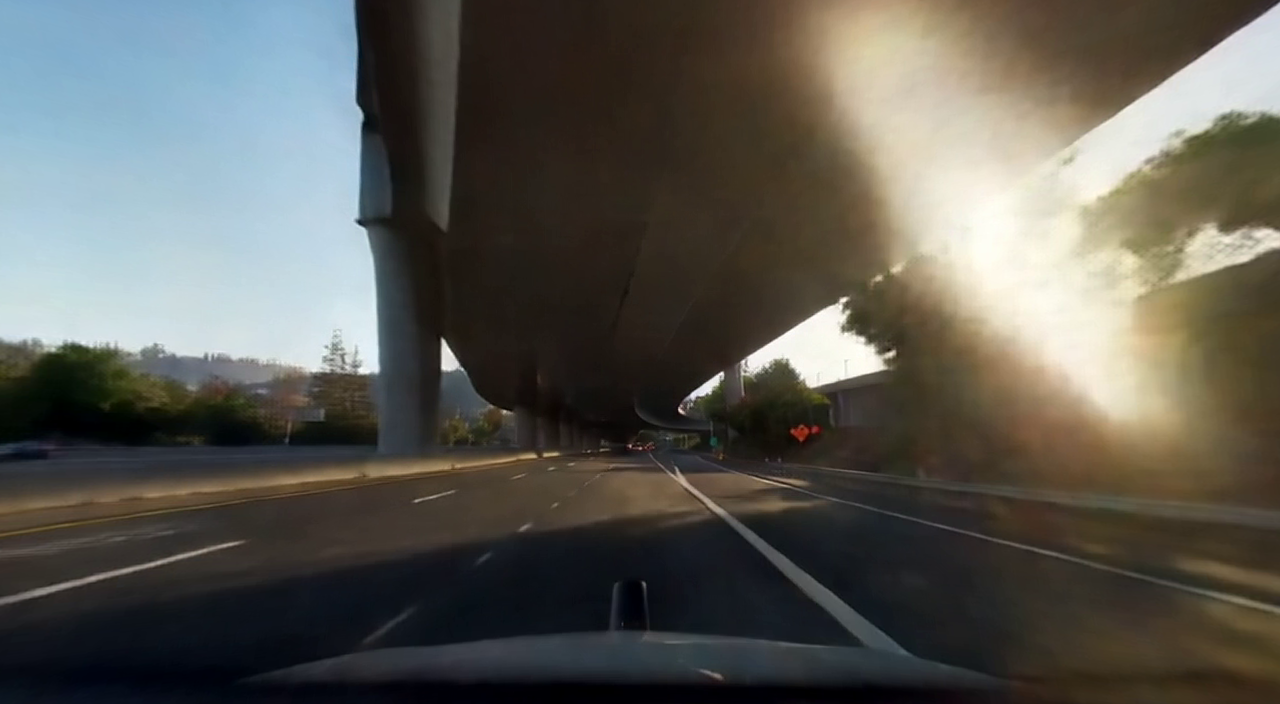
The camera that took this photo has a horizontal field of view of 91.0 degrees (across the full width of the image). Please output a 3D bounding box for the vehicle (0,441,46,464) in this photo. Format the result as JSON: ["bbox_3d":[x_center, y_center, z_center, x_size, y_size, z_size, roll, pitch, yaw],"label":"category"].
[{"bbox_3d":[-44.266,6.973,43.593,1.841,1.544,4.510,0,-9,0],"label":"vehicle"}]
